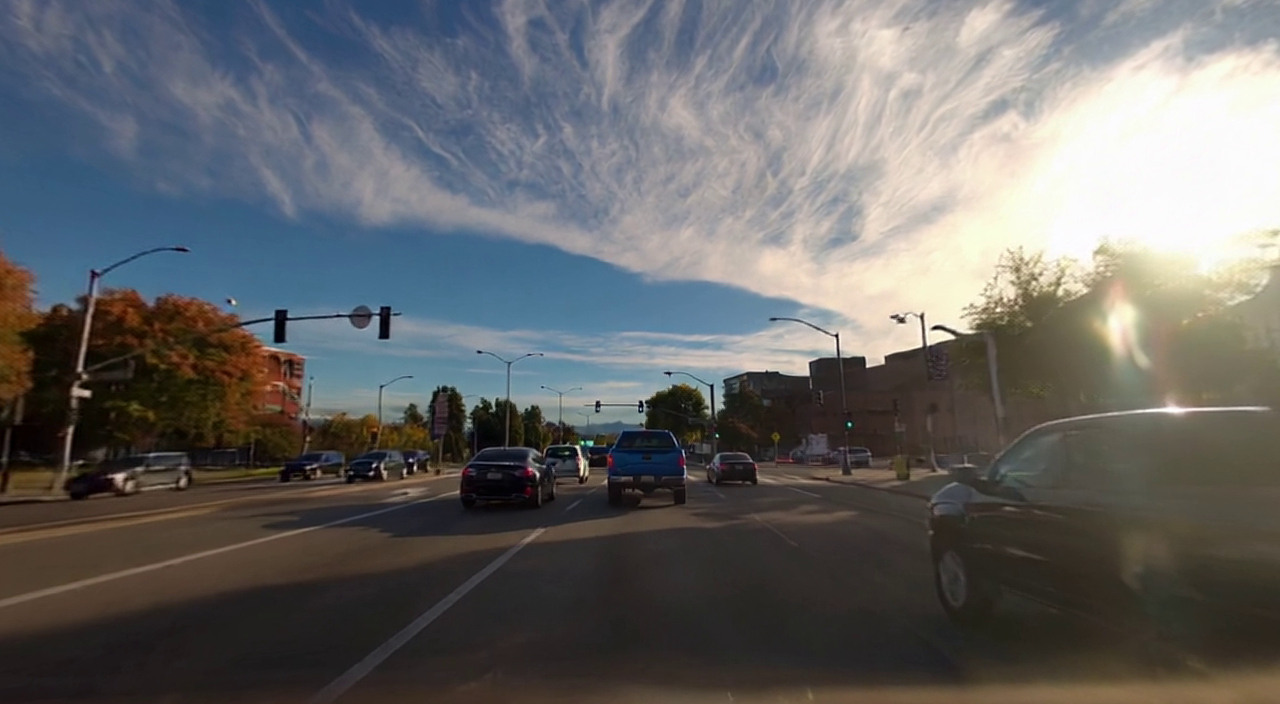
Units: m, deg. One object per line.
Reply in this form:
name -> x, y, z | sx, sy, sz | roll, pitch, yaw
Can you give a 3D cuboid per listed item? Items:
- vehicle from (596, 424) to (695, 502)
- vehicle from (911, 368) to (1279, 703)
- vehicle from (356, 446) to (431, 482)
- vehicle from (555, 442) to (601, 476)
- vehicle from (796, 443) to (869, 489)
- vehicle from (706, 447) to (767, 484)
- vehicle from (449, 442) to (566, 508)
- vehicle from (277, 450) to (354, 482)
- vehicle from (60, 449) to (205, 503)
vehicle -> 0.120, 3.200, 18.562 | 2.493, 1.934, 4.957 | 0, -9, 0
vehicle -> 3.419, 1.051, 3.535 | 1.955, 1.628, 4.152 | 0, -9, 1
vehicle -> -12.284, 5.578, 31.720 | 2.054, 1.662, 4.384 | 0, -9, -1
vehicle -> -3.273, 5.748, 33.998 | 2.018, 1.700, 4.142 | 0, -9, 0
vehicle -> 8.831, 5.218, 29.267 | 2.126, 1.820, 4.521 | 2, -8, 2
vehicle -> 4.154, 4.925, 27.756 | 1.968, 1.472, 4.456 | 0, -9, 0
vehicle -> -3.252, 3.126, 16.517 | 1.986, 1.465, 4.509 | -1, -9, 2
vehicle -> -18.482, 6.475, 36.117 | 2.025, 1.625, 4.527 | 0, -9, -1
vehicle -> -17.552, 4.254, 22.125 | 1.985, 1.642, 4.081 | 1, -9, -7
